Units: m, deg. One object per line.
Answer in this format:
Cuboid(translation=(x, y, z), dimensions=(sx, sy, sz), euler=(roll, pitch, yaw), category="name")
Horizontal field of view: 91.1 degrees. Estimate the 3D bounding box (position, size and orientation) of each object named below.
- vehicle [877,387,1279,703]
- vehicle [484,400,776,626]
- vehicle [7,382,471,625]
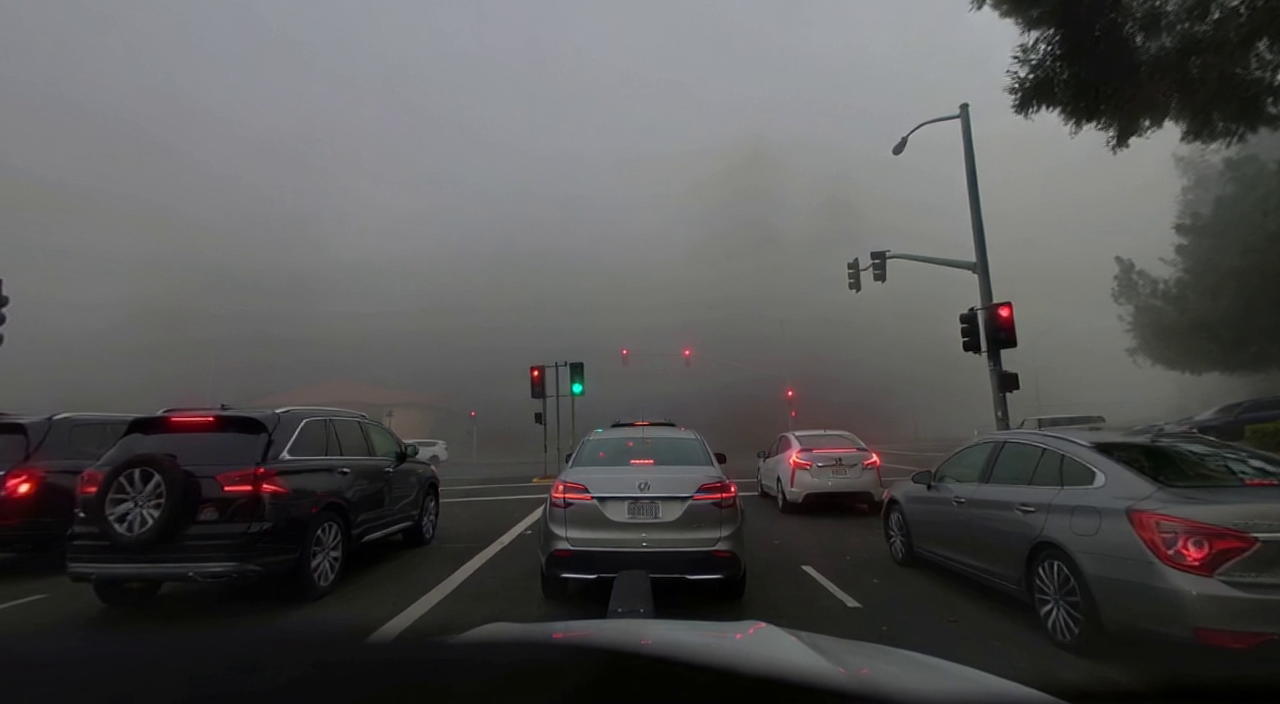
Cuboid(translation=(3.591, 1.201, 4.604), dimensions=(2.010, 1.486, 4.498), euler=(0, -8, 1), category="vehicle")
Cuboid(translation=(-0.051, 1.398, 6.306), dimensions=(2.047, 1.579, 3.642), euler=(0, -8, 1), category="vehicle")
Cuboid(translation=(-3.554, 1.423, 6.855), dimensions=(2.014, 1.755, 4.360), euler=(0, -8, 3), category="vehicle")
